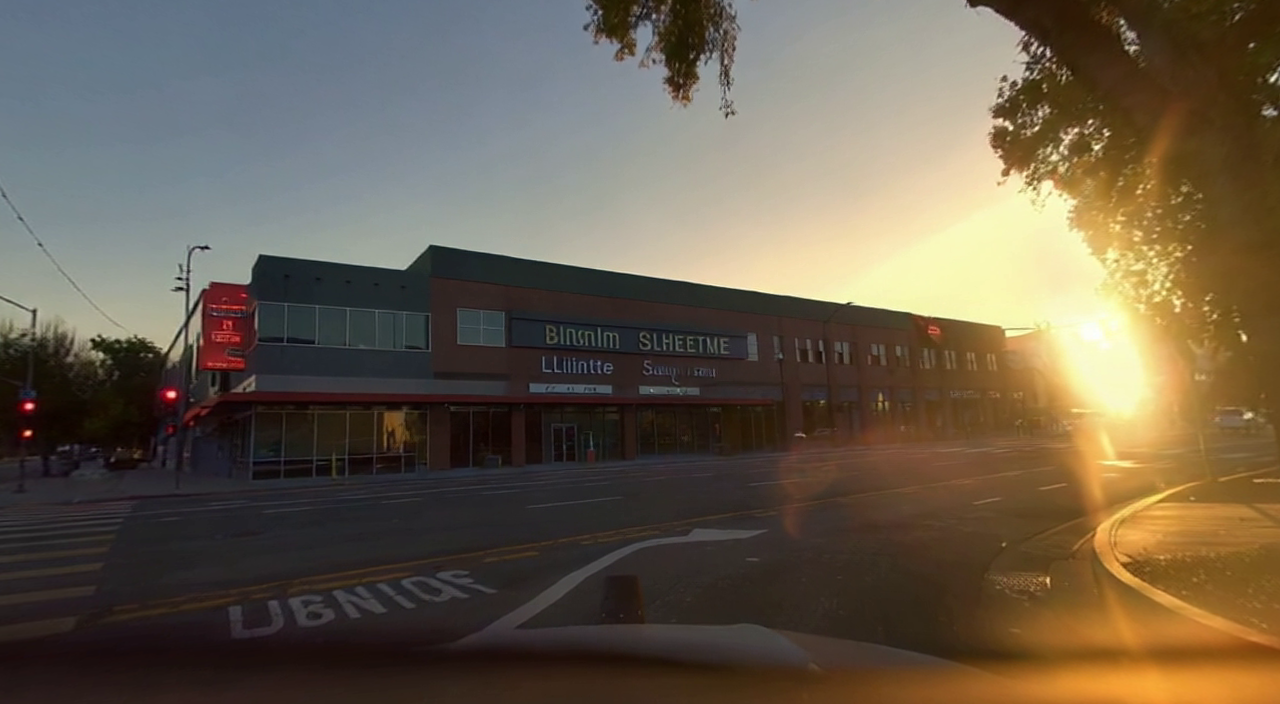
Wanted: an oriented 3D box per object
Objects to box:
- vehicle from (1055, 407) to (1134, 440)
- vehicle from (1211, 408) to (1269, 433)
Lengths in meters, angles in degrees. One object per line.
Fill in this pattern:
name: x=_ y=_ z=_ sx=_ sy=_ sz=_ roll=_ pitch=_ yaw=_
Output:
vehicle: x=27.054 y=4.311 z=37.567 sx=4.689 sy=1.758 sz=2.146 roll=6 pitch=-10 yaw=-34
vehicle: x=42.330 y=4.854 z=44.554 sx=4.377 sy=1.624 sz=1.953 roll=6 pitch=-10 yaw=-34
